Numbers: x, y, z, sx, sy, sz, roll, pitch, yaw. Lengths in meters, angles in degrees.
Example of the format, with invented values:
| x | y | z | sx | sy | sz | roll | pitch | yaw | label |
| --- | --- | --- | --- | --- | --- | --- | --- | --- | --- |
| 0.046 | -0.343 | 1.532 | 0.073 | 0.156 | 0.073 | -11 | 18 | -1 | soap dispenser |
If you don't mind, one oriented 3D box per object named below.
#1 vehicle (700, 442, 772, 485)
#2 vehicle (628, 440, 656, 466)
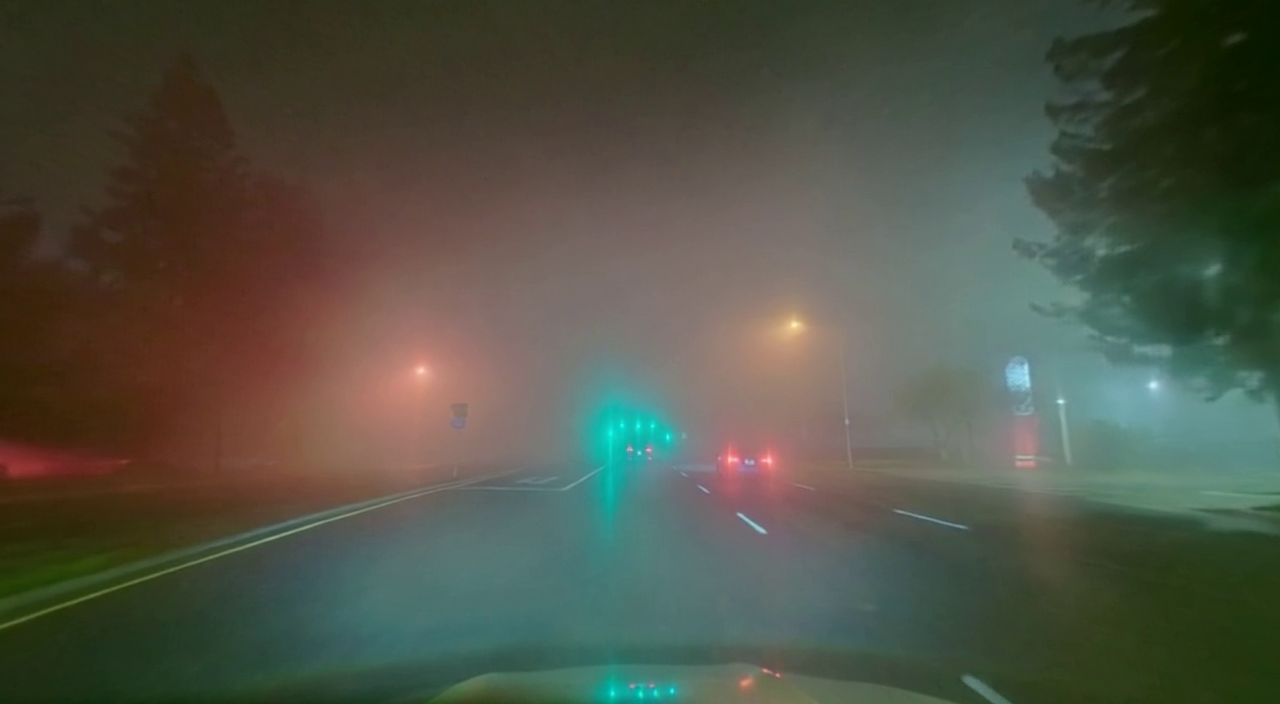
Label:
| x | y | z | sx | sy | sz | roll | pitch | yaw | label |
| --- | --- | --- | --- | --- | --- | --- | --- | --- | --- |
| 3.644 | 4.325 | 24.838 | 1.948 | 1.479 | 4.620 | 0 | -9 | -2 | vehicle |
| 0.101 | 7.375 | 46.322 | 1.988 | 1.800 | 4.322 | 0 | -9 | -1 | vehicle |
